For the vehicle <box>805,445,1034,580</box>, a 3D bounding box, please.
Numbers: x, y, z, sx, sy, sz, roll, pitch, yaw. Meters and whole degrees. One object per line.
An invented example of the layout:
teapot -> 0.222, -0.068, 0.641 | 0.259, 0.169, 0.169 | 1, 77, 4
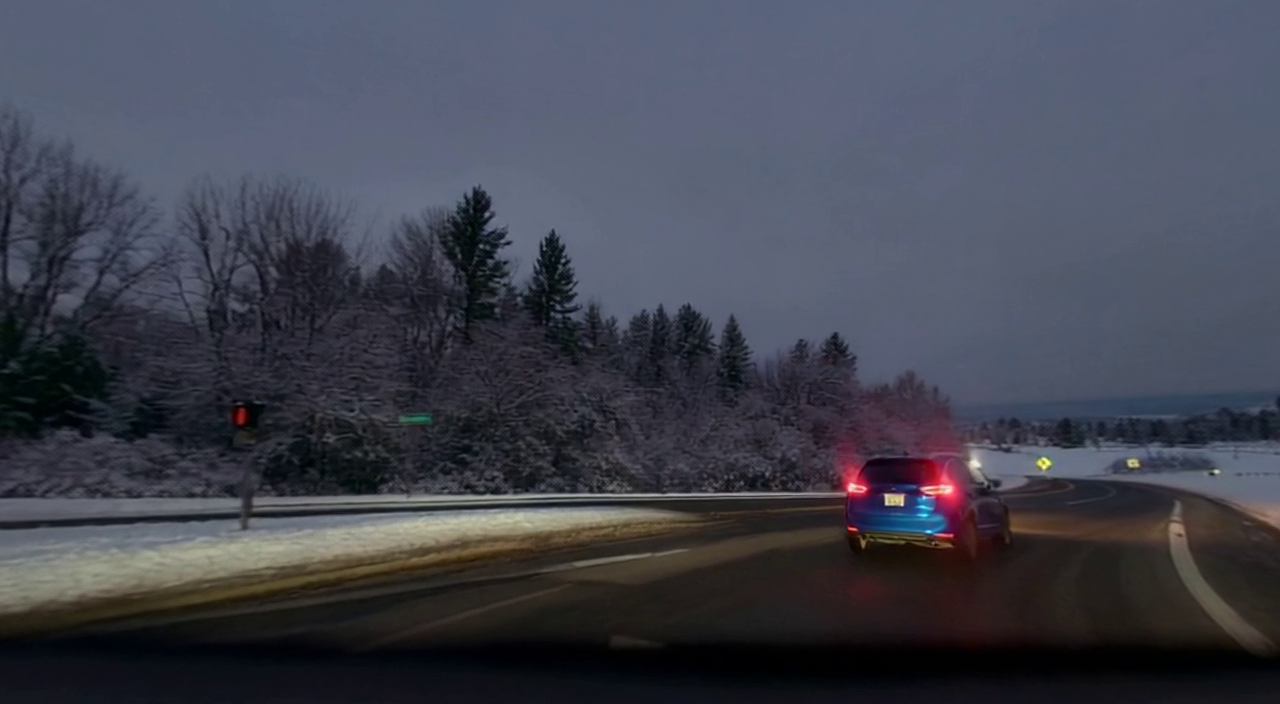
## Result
vehicle -> 4.394, 2.183, 9.567 | 2.148, 1.521, 4.089 | -6, -10, 38
